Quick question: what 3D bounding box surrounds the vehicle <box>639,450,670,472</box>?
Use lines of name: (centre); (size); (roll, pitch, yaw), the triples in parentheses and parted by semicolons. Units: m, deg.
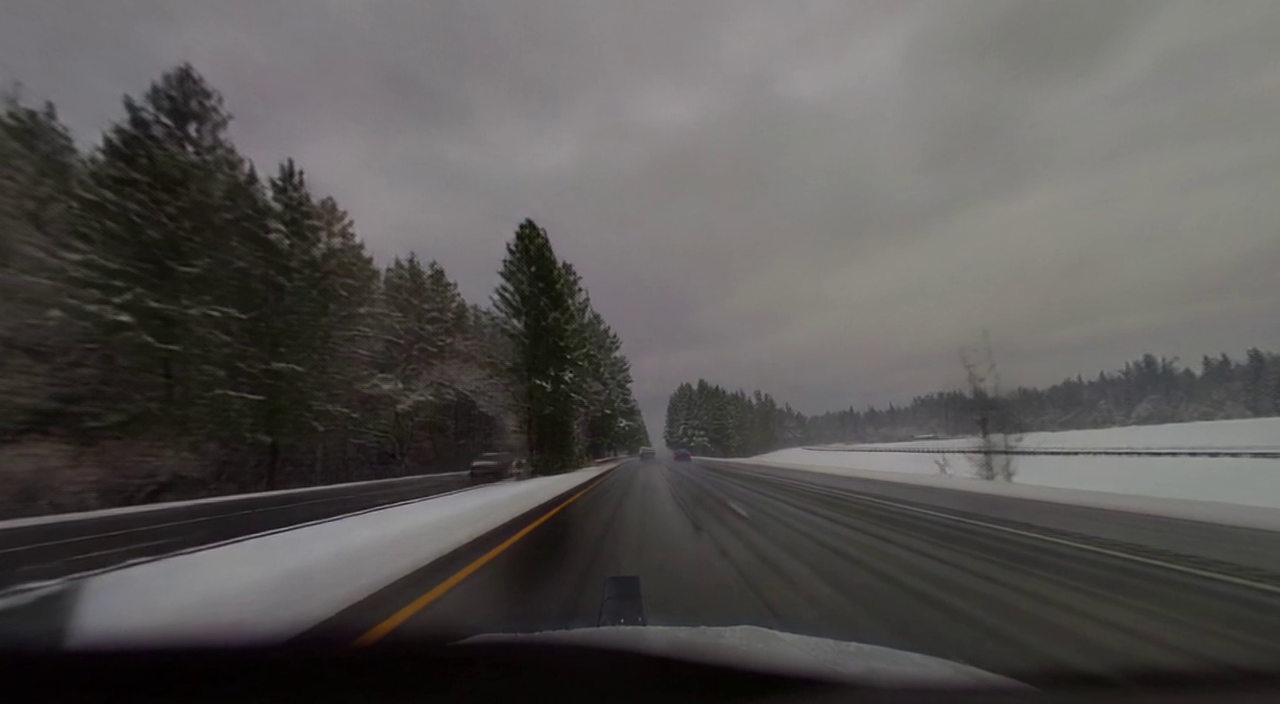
vehicle: (1.035, 7.947, 46.077); (2.162, 1.492, 3.975); (0, -9, 0)

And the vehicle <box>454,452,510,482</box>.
vehicle: (-8.654, 6.327, 34.820); (2.037, 1.523, 3.955); (0, -9, 0)
